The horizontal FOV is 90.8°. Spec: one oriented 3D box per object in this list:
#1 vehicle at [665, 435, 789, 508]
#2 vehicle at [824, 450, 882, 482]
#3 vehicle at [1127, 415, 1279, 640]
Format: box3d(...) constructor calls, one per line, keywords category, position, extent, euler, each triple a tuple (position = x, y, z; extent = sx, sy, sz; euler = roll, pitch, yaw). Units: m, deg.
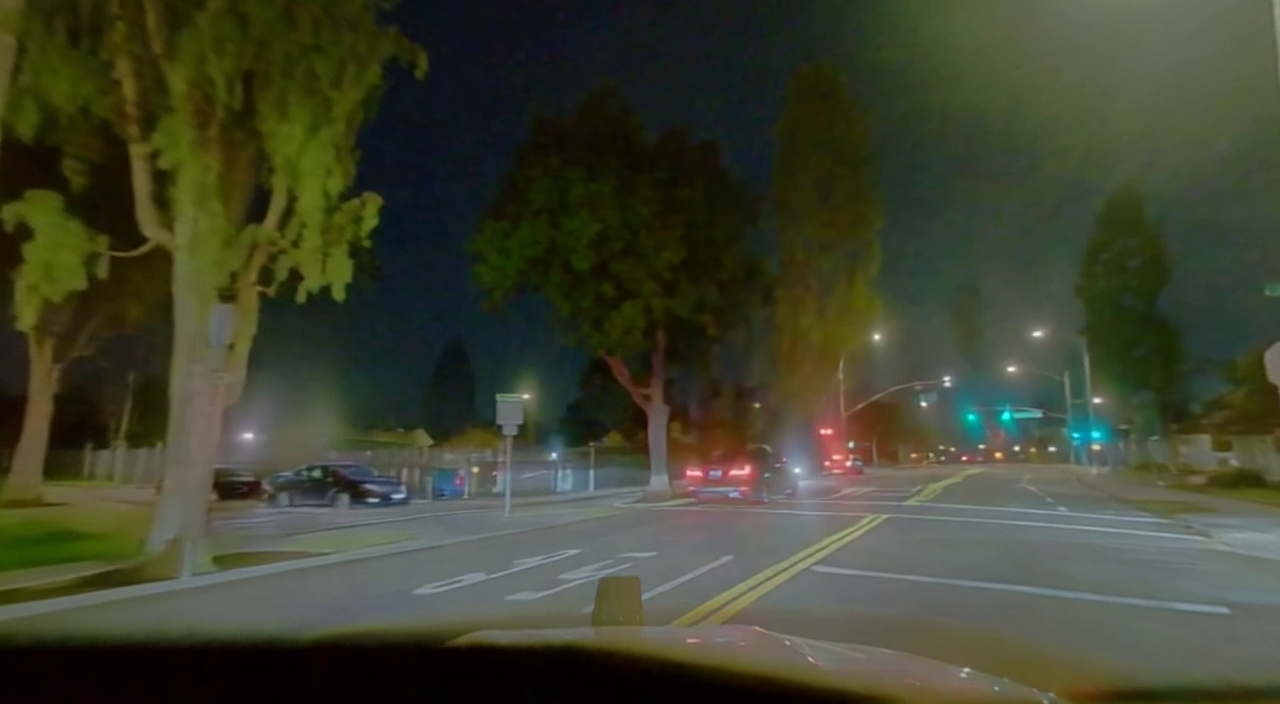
box3d(category="vehicle", position=(2.681, 3.377, 18.448), extent=(1.993, 1.817, 4.619), euler=(-5, -10, 29))
box3d(category="vehicle", position=(11.214, 5.913, 33.050), extent=(1.934, 1.484, 4.630), euler=(-5, -10, 29))
box3d(category="vehicle", position=(6.785, 1.560, 6.413), extent=(2.153, 1.685, 4.586), euler=(-5, -10, 29))
